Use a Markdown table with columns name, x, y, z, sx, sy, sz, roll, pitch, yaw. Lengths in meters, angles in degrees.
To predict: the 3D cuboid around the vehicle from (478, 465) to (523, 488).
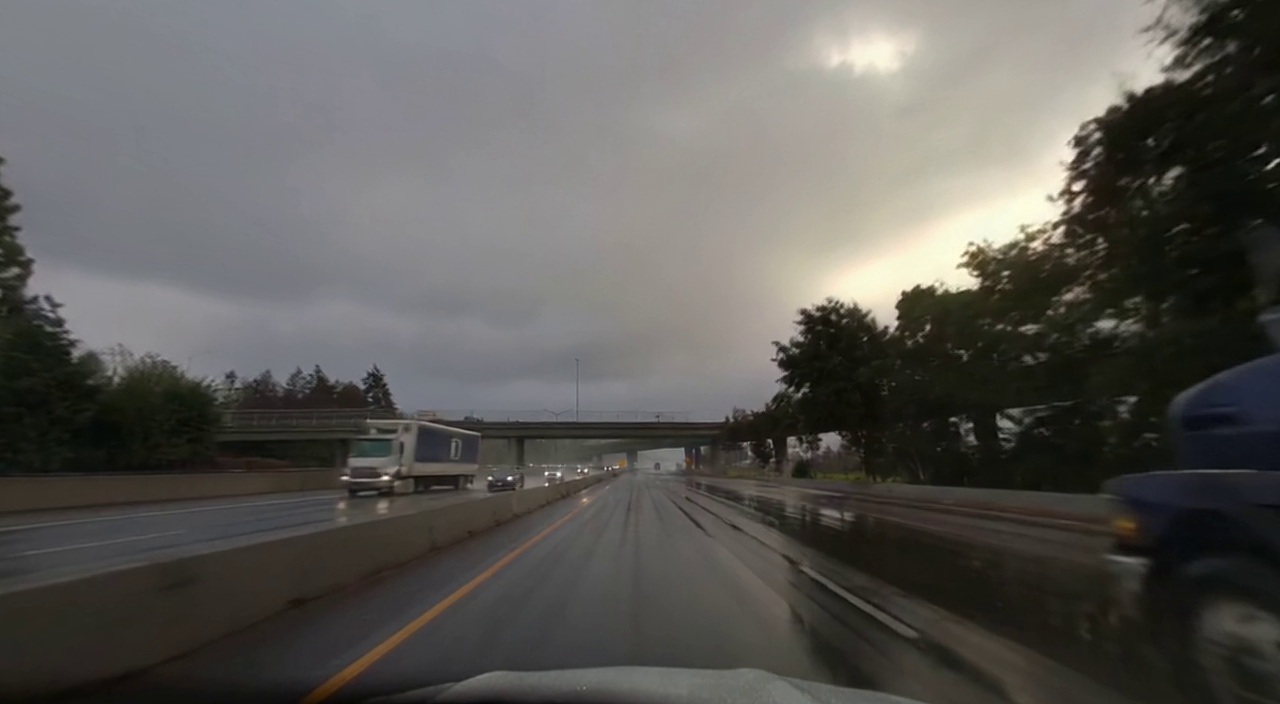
| name | x | y | z | sx | sy | sz | roll | pitch | yaw |
| --- | --- | --- | --- | --- | --- | --- | --- | --- | --- |
| vehicle | -9.115 | 8.189 | 41.540 | 1.903 | 1.395 | 4.235 | 1 | -10 | 1 |

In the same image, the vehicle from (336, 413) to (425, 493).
| name | x | y | z | sx | sy | sz | roll | pitch | yaw |
| --- | --- | --- | --- | --- | --- | --- | --- | --- | --- |
| vehicle | -13.488 | 5.316 | 33.059 | 3.038 | 3.896 | 3.252 | 1 | -10 | 0 |
